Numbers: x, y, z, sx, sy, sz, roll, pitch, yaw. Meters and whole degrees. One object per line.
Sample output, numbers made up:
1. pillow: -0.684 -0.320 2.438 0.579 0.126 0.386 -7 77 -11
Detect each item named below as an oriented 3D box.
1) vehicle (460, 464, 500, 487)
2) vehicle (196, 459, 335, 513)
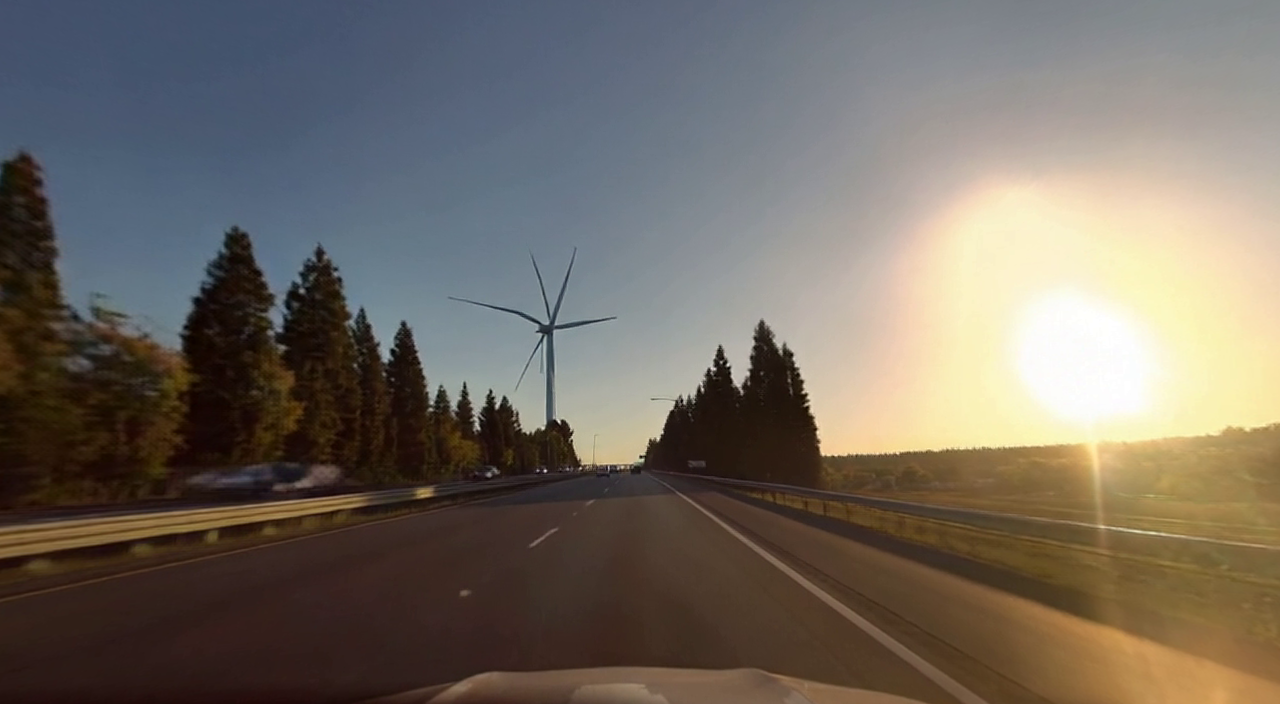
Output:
1. vehicle: -12.285 9.496 48.562 1.910 1.636 4.292 1 -11 0
2. vehicle: -12.034 4.330 20.612 1.978 1.546 4.071 1 -11 0
